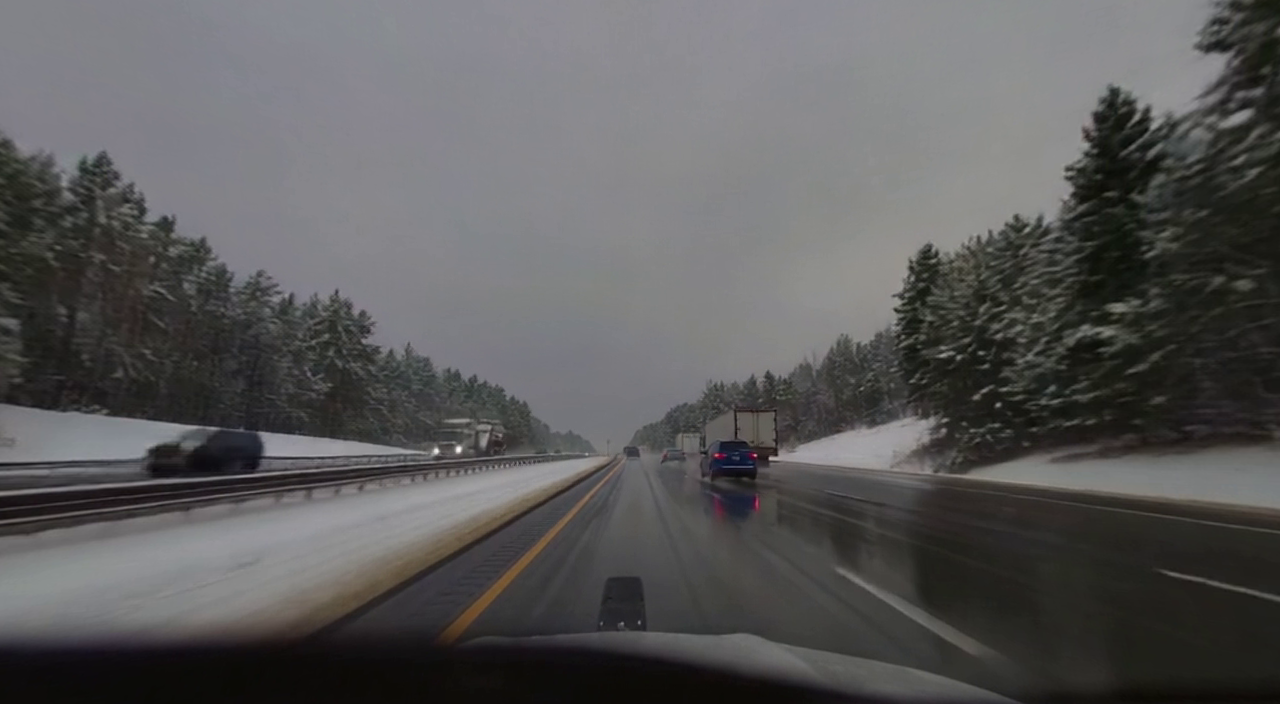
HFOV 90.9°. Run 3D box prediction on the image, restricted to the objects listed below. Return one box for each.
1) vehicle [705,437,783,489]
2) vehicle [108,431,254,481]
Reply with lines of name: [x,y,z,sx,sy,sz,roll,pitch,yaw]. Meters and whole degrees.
vehicle: [3.598,3.946,22.644,2.022,1.658,4.132,0,-9,-1]
vehicle: [-15.906,3.635,22.203,1.912,1.583,4.288,0,-9,0]
